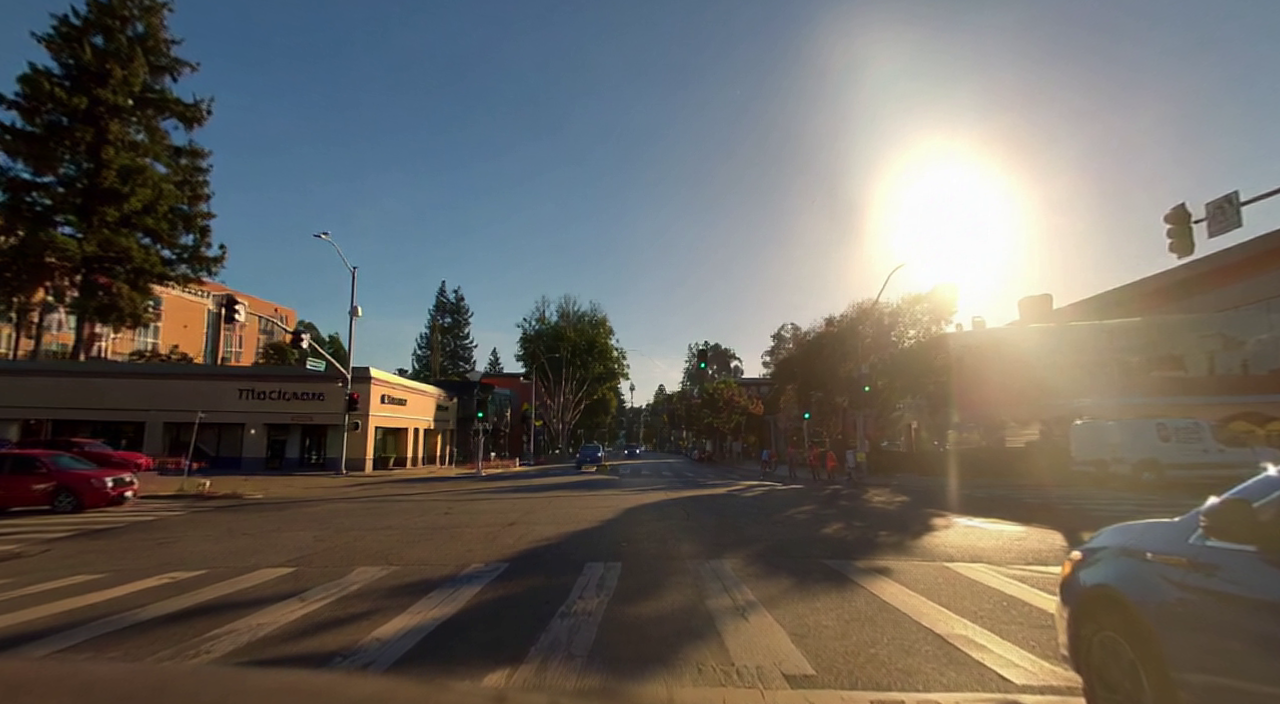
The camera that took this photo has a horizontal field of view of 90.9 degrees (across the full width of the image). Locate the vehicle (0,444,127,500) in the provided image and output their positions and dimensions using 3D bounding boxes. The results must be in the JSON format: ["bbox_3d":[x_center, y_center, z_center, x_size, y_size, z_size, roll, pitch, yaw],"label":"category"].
[{"bbox_3d":[-18.061,3.435,18.282,4.686,1.500,1.935,0,-8,2],"label":"vehicle"}]

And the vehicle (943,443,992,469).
[{"bbox_3d":[20.485,6.490,39.628,2.066,1.488,4.158,-3,-9,19],"label":"vehicle"}]

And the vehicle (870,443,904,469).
[{"bbox_3d":[15.833,6.620,40.378,1.875,1.543,3.853,-3,-9,22],"label":"vehicle"}]

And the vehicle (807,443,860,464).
[{"bbox_3d":[14.984,7.879,49.080,1.924,1.579,4.084,3,-9,-18],"label":"vehicle"}]

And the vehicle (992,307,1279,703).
[{"bbox_3d":[2.880,0.598,0.878,2.048,1.725,4.754,0,-8,1],"label":"vehicle"}]

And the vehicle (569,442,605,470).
[{"bbox_3d":[-3.301,6.562,39.836,1.961,1.658,4.064,0,-8,0],"label":"vehicle"}]

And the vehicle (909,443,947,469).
[{"bbox_3d":[18.188,6.539,39.926,1.791,1.520,3.649,-3,-9,19],"label":"vehicle"}]
